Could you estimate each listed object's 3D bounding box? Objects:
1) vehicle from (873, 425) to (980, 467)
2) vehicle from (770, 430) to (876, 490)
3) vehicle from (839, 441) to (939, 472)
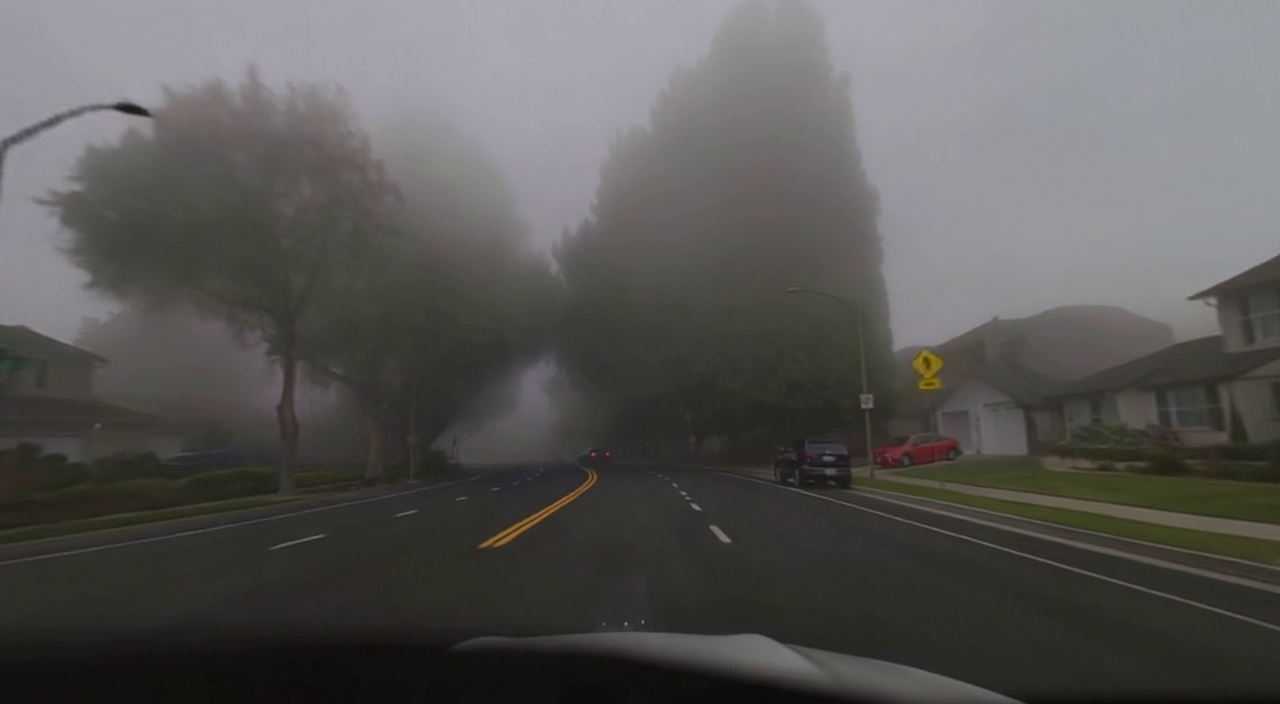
[{"bbox_3d":[15.838,5.180,35.235,2.205,1.995,5.543,-1,-7,-16],"label":"vehicle"},{"bbox_3d":[6.752,4.075,24.218,2.348,1.986,6.289,-1,-9,2],"label":"vehicle"},{"bbox_3d":[12.448,5.236,31.537,4.508,1.462,1.721,3,-10,-17],"label":"vehicle"}]
